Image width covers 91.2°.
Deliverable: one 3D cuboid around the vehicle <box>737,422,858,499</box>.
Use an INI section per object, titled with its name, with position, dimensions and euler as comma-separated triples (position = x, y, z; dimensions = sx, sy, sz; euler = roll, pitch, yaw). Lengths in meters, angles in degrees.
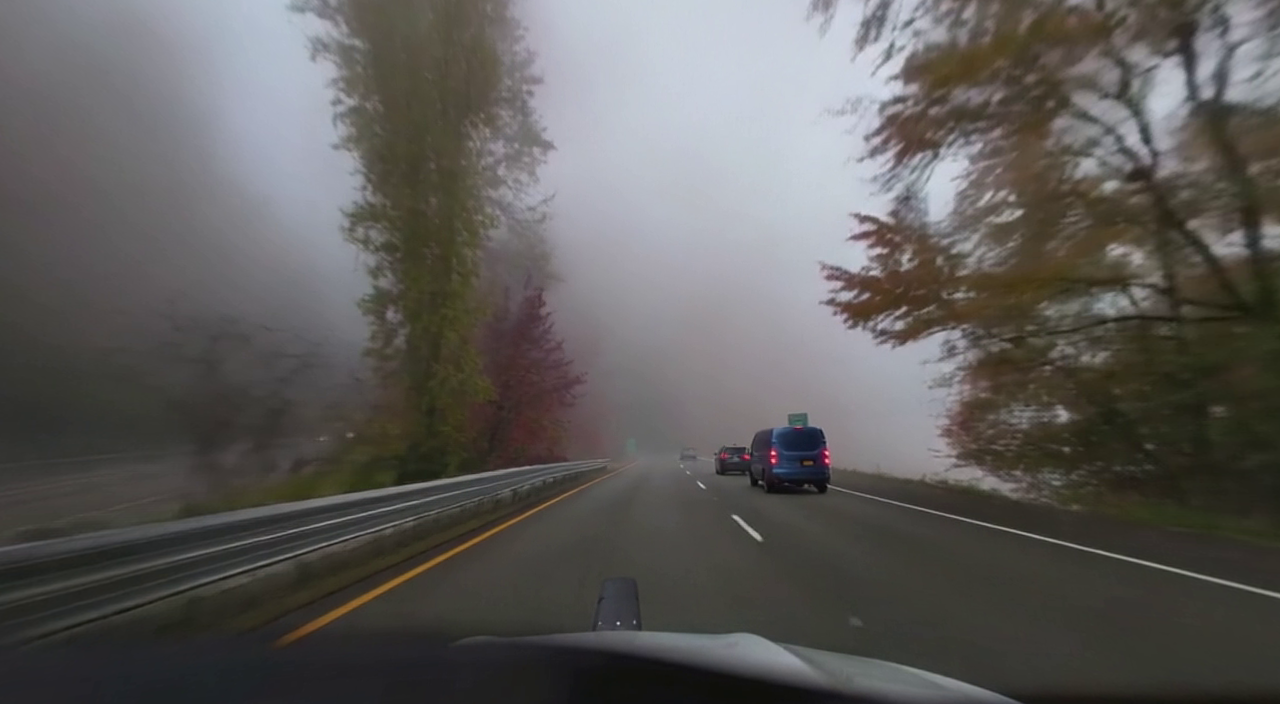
[vehicle]
position = 4.380, 3.137, 18.387
dimensions = 2.205, 1.923, 4.956
euler = 0, -9, 0
